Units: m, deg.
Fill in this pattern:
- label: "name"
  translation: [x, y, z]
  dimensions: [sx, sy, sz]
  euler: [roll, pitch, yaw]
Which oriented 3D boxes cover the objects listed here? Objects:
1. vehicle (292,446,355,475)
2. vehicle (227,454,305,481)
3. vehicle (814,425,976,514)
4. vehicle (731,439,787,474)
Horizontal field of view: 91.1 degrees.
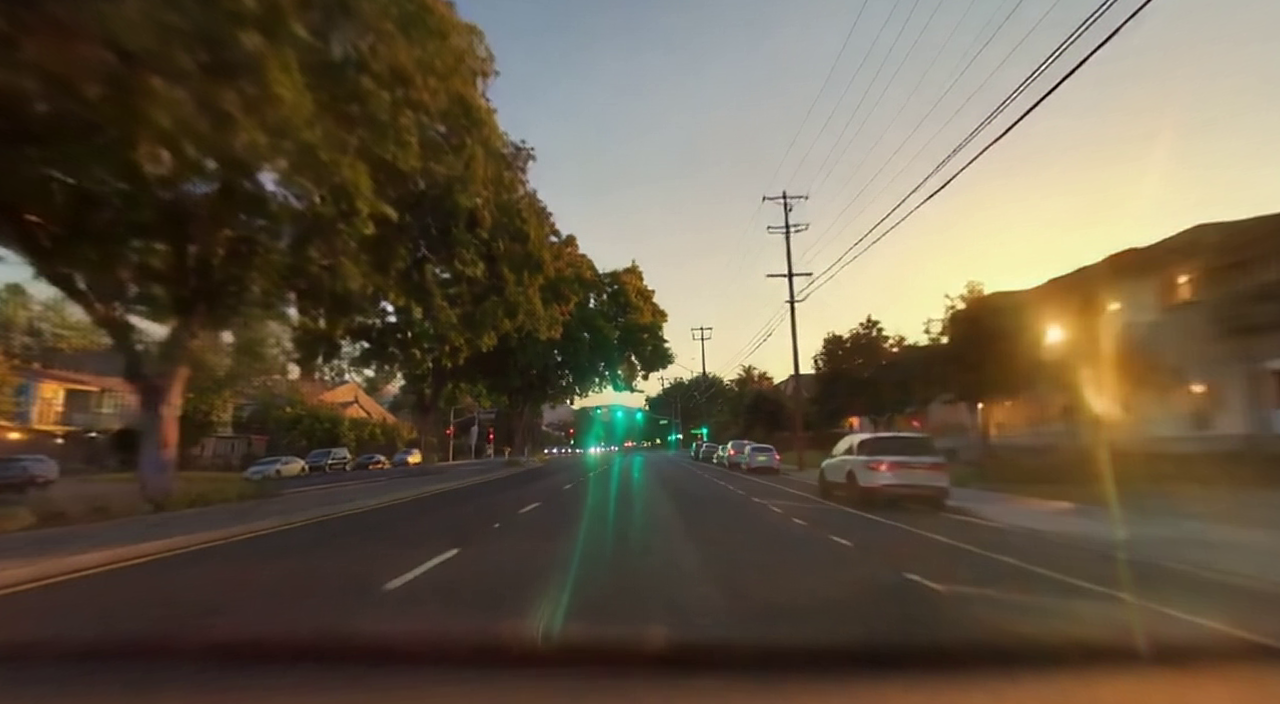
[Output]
- label: "vehicle"
  translation: [-22.048, 7.561, 43.992]
  dimensions: [2.001, 1.839, 4.669]
  euler: [0, -8, 0]
- label: "vehicle"
  translation: [-22.171, 6.827, 37.415]
  dimensions: [1.883, 1.450, 4.659]
  euler: [0, -8, -2]
- label: "vehicle"
  translation: [5.924, 2.767, 15.323]
  dimensions: [2.004, 1.816, 4.585]
  euler: [0, -8, 0]
- label: "vehicle"
  translation: [6.058, 5.355, 32.450]
  dimensions: [1.918, 1.662, 4.393]
  euler: [0, -9, -2]
